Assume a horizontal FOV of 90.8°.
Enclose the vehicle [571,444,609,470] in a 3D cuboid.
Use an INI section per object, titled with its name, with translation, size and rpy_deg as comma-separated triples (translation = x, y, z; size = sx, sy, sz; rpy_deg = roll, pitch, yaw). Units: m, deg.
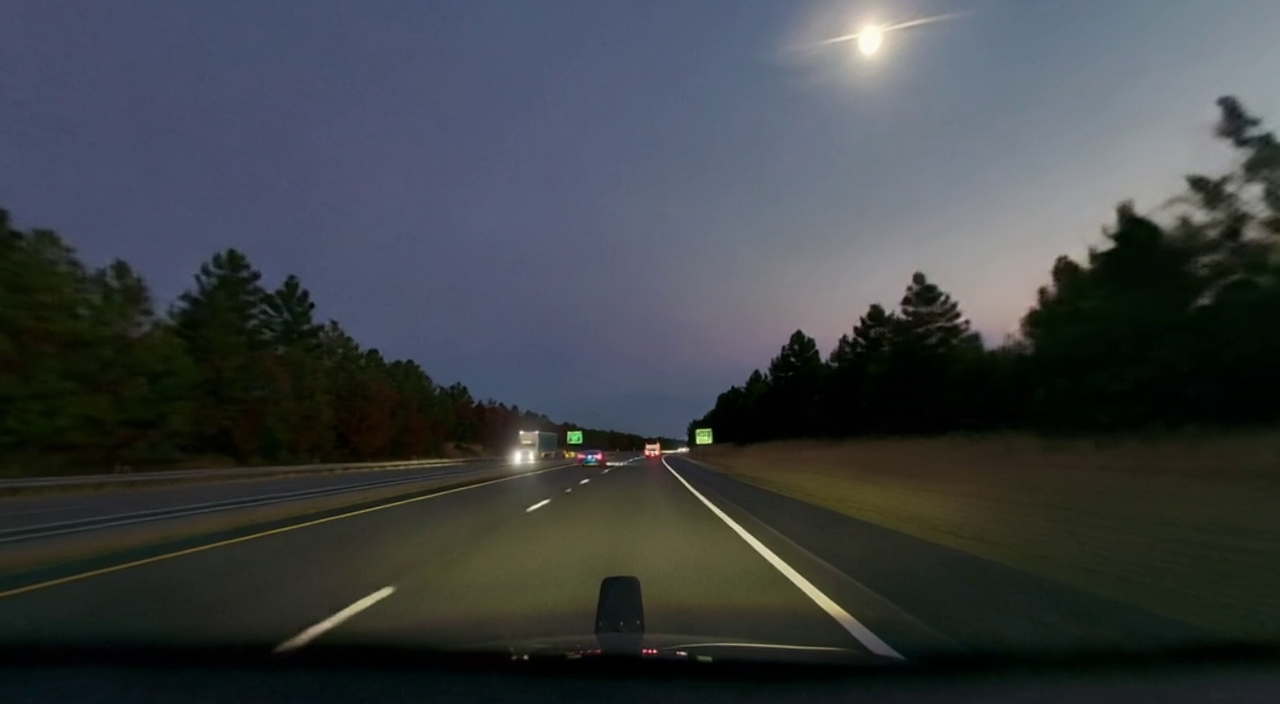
[vehicle]
translation = -3.253, 6.908, 41.704
size = 2.088, 1.586, 4.000
rpy_deg = 0, -9, 2
